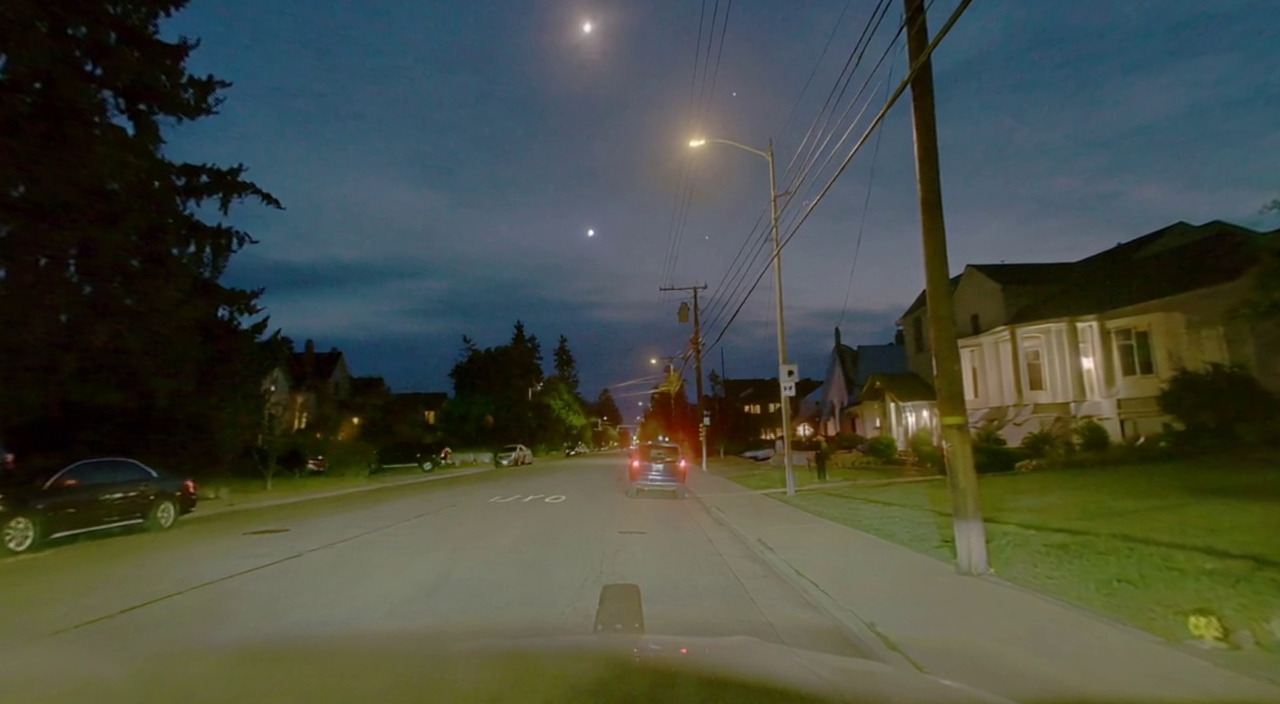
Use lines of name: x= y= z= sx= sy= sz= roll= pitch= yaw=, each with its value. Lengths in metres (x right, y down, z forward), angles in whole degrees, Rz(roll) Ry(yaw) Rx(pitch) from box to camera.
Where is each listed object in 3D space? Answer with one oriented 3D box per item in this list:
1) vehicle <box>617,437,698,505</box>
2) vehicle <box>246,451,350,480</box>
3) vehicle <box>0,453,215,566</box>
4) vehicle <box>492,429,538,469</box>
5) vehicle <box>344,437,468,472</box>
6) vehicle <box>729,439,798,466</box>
vehicle: x=0.464 y=3.032 z=16.446 sx=1.908 sy=1.572 sz=3.105 roll=0 pitch=-8 yaw=2
vehicle: x=-18.199 y=6.047 z=33.780 sx=4.481 sy=1.420 sz=1.712 roll=1 pitch=-9 yaw=-3
vehicle: x=-9.492 y=2.399 z=10.228 sx=1.968 sy=1.449 sz=4.502 roll=0 pitch=-8 yaw=2
vehicle: x=-9.441 y=7.406 z=48.397 sx=2.199 sy=2.902 sz=5.848 roll=0 pitch=-8 yaw=1
vehicle: x=-13.930 y=6.158 z=37.890 sx=6.488 sy=2.009 sz=2.354 roll=0 pitch=-9 yaw=0
vehicle: x=7.870 y=6.466 z=40.542 sx=4.075 sy=1.674 sz=1.811 roll=0 pitch=-8 yaw=0
